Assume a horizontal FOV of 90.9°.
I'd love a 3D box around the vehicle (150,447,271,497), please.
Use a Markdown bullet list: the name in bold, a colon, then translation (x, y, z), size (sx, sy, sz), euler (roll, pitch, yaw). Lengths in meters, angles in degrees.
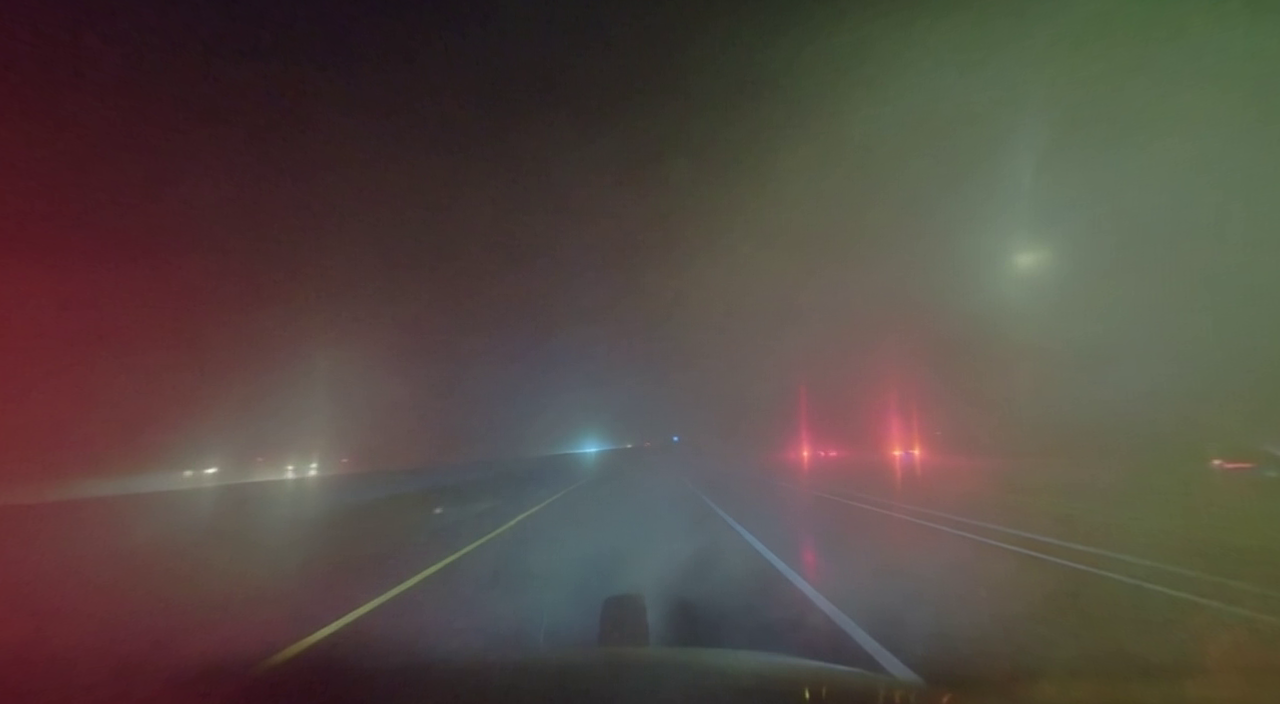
- **vehicle**: translation (-32.379, 8.969, 48.150), size (3.029, 3.378, 8.481), euler (0, -8, 1)
